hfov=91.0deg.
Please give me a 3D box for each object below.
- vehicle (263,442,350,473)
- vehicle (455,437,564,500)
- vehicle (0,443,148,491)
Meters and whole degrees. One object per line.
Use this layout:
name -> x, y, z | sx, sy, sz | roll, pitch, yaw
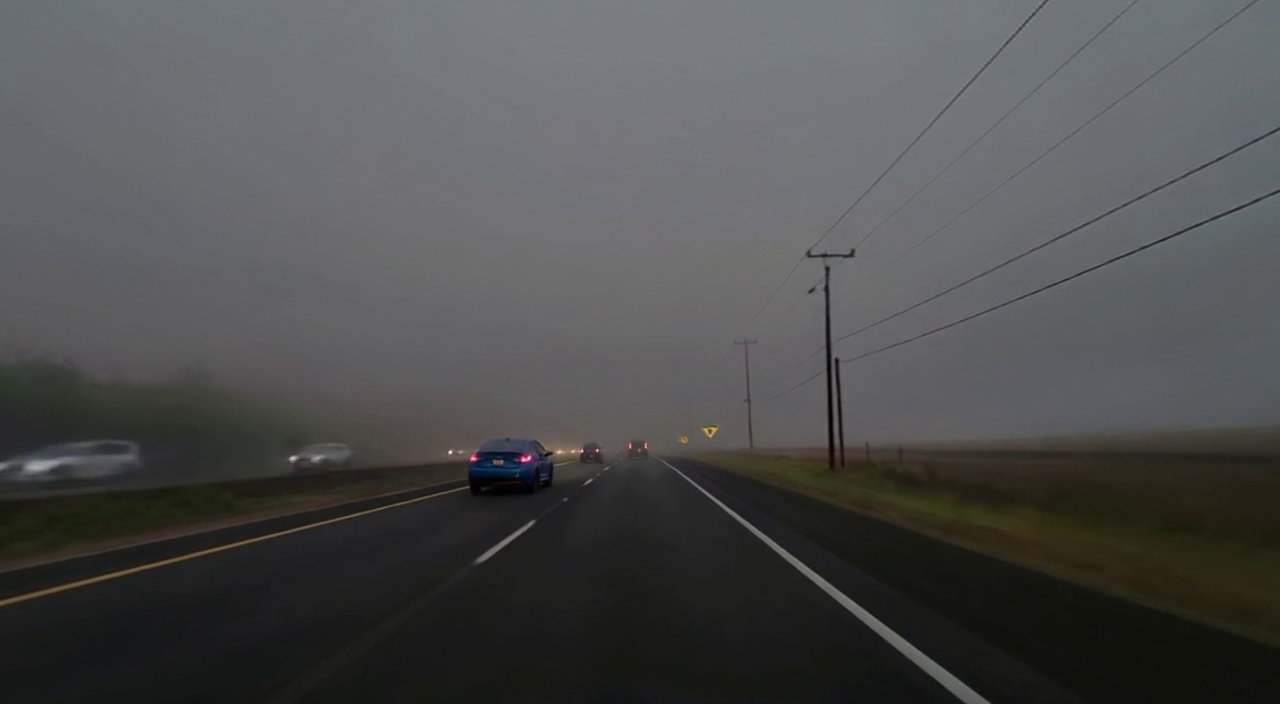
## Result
vehicle -> -20.714, 6.578, 39.485 | 2.218, 1.811, 5.782 | 0, -9, 0
vehicle -> -3.676, 3.383, 18.755 | 2.120, 1.597, 4.810 | 0, -9, 1
vehicle -> -24.966, 4.930, 27.439 | 2.182, 1.824, 6.035 | 0, -9, 0
